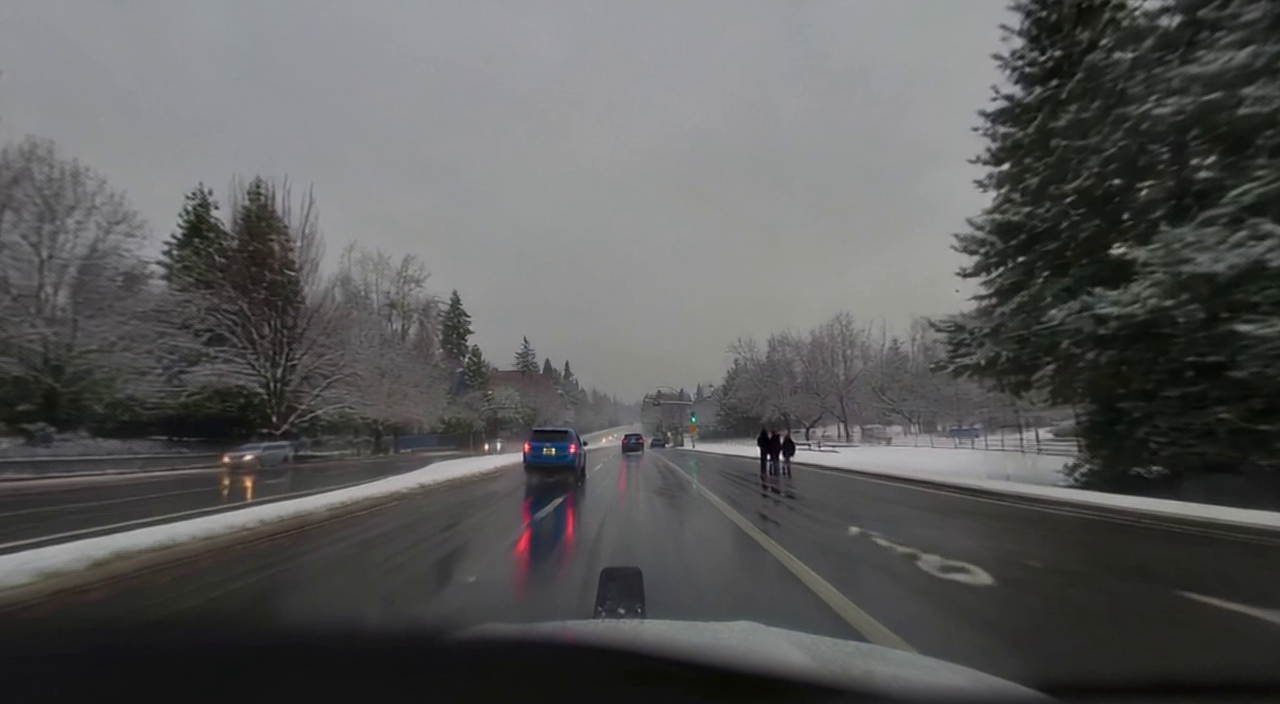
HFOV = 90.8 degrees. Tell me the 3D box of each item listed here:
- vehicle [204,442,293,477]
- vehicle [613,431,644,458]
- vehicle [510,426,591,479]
[{"bbox_3d":[-19.782,5.428,32.160,1.902,1.625,4.095,0,-9,0],"label":"vehicle"},{"bbox_3d":[-0.847,6.576,44.871,2.077,1.773,4.257,0,-9,-1],"label":"vehicle"},{"bbox_3d":[-3.059,3.567,22.560,2.174,1.703,4.231,0,-9,2],"label":"vehicle"}]
